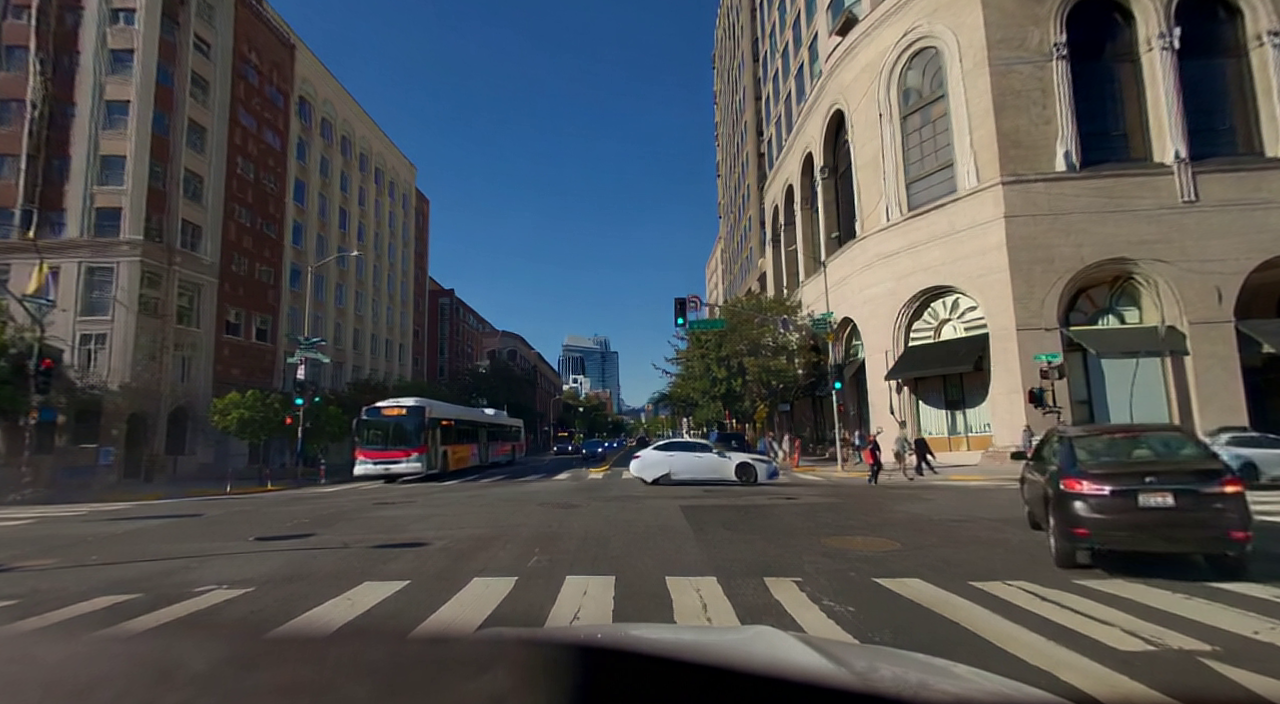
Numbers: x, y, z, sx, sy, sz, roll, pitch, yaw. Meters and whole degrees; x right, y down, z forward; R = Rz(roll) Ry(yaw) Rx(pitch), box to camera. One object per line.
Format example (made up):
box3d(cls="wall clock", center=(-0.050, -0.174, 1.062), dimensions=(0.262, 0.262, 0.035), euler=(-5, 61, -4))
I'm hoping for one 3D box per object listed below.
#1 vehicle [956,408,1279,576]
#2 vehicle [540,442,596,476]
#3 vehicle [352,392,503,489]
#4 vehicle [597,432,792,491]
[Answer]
box3d(cls="vehicle", center=(5.508, 1.606, 8.070), dimensions=(2.006, 1.495, 4.271), euler=(-3, -9, 19))
box3d(cls="vehicle", center=(-3.151, 4.791, 28.542), dimensions=(1.904, 1.402, 4.759), euler=(0, -8, 1))
box3d(cls="vehicle", center=(-8.691, 3.901, 27.616), dimensions=(2.916, 3.427, 10.189), euler=(0, -8, 1))
box3d(cls="vehicle", center=(1.540, 3.265, 18.894), dimensions=(5.388, 1.465, 2.050), euler=(-7, -8, 31))
